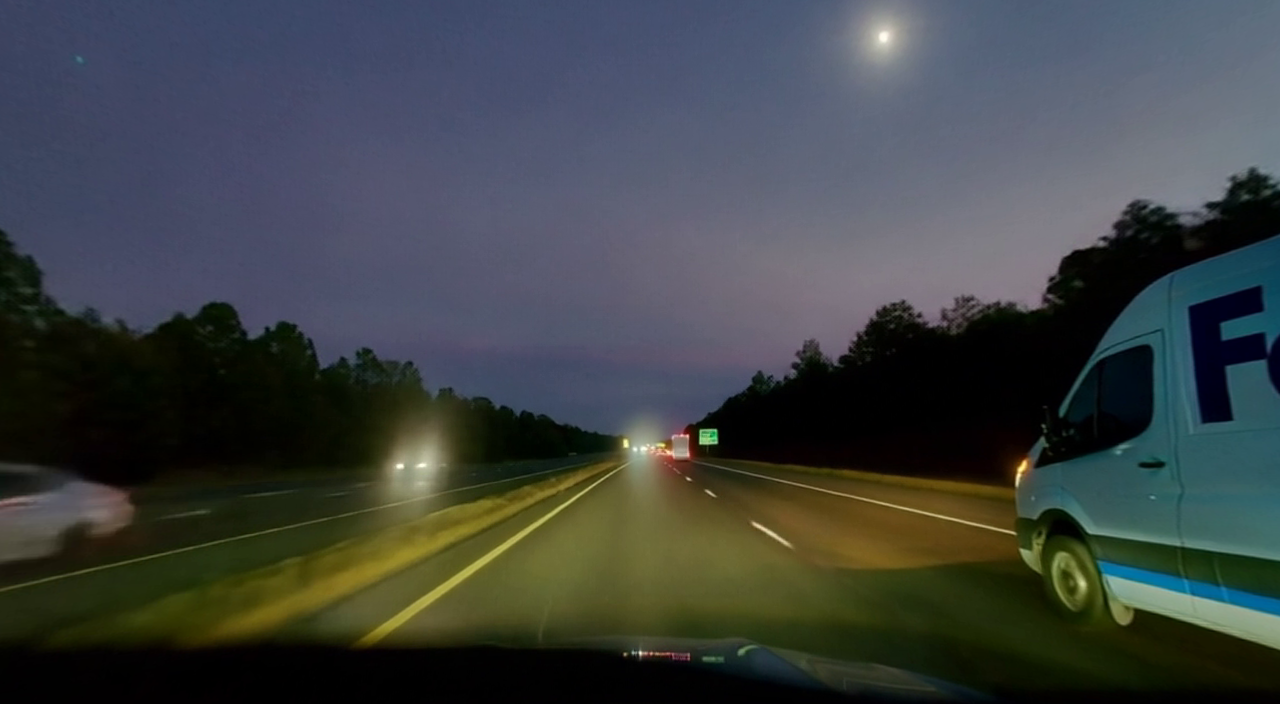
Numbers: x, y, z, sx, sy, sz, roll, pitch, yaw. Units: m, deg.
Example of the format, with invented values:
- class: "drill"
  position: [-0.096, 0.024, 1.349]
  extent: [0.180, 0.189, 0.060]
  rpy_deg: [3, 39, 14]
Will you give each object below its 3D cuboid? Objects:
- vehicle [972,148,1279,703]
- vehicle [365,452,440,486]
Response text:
- class: "vehicle"
  position: [3.924, 0.314, 1.788]
  extent: [2.522, 2.556, 6.180]
  rpy_deg: [0, -9, 0]
- class: "vehicle"
  position: [-11.894, 5.867, 31.929]
  extent: [2.025, 1.508, 4.658]
  rpy_deg: [0, -9, 0]
